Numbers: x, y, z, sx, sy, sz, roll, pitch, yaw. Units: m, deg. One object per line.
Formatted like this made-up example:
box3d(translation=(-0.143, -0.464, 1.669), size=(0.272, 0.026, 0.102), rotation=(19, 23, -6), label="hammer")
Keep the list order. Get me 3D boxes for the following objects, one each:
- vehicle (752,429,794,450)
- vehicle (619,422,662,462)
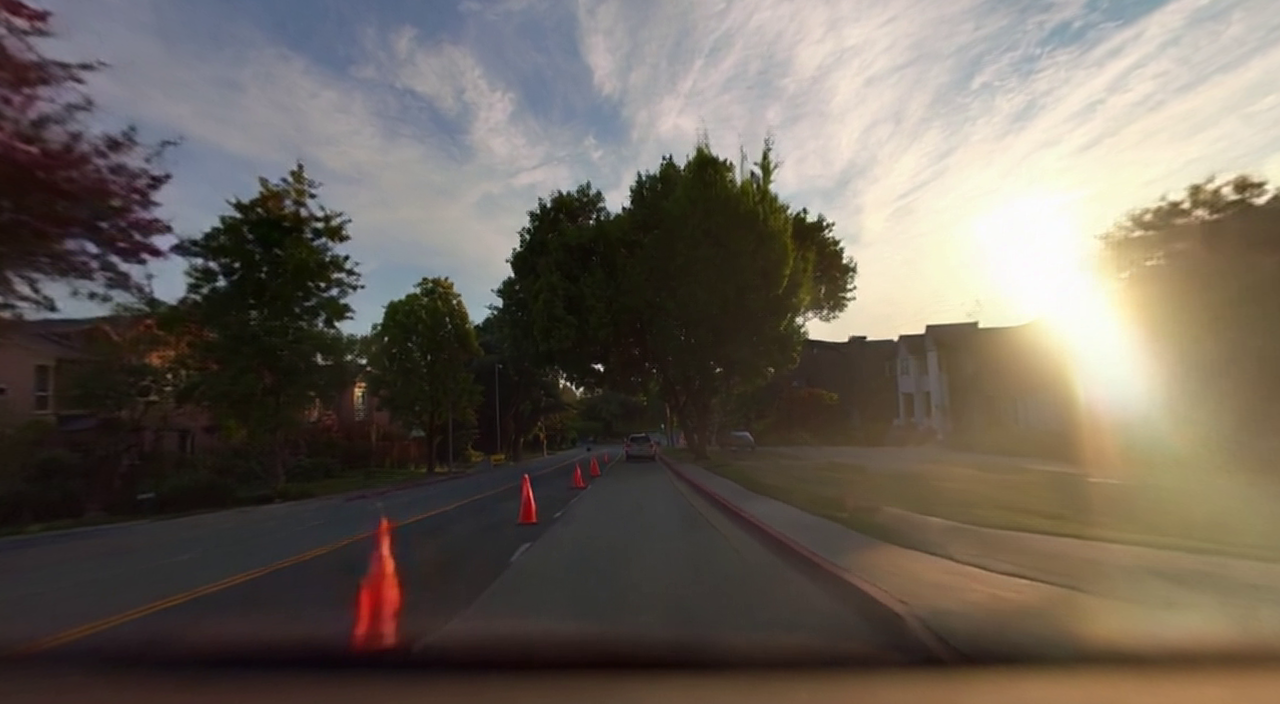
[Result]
box3d(translation=(10.180, 6.748, 48.568), size=(1.698, 1.548, 2.969), rotation=(3, -9, -23), label="vehicle")
box3d(translation=(-0.063, 4.996, 34.998), size=(2.169, 2.015, 5.206), rotation=(0, -8, -2), label="vehicle")
